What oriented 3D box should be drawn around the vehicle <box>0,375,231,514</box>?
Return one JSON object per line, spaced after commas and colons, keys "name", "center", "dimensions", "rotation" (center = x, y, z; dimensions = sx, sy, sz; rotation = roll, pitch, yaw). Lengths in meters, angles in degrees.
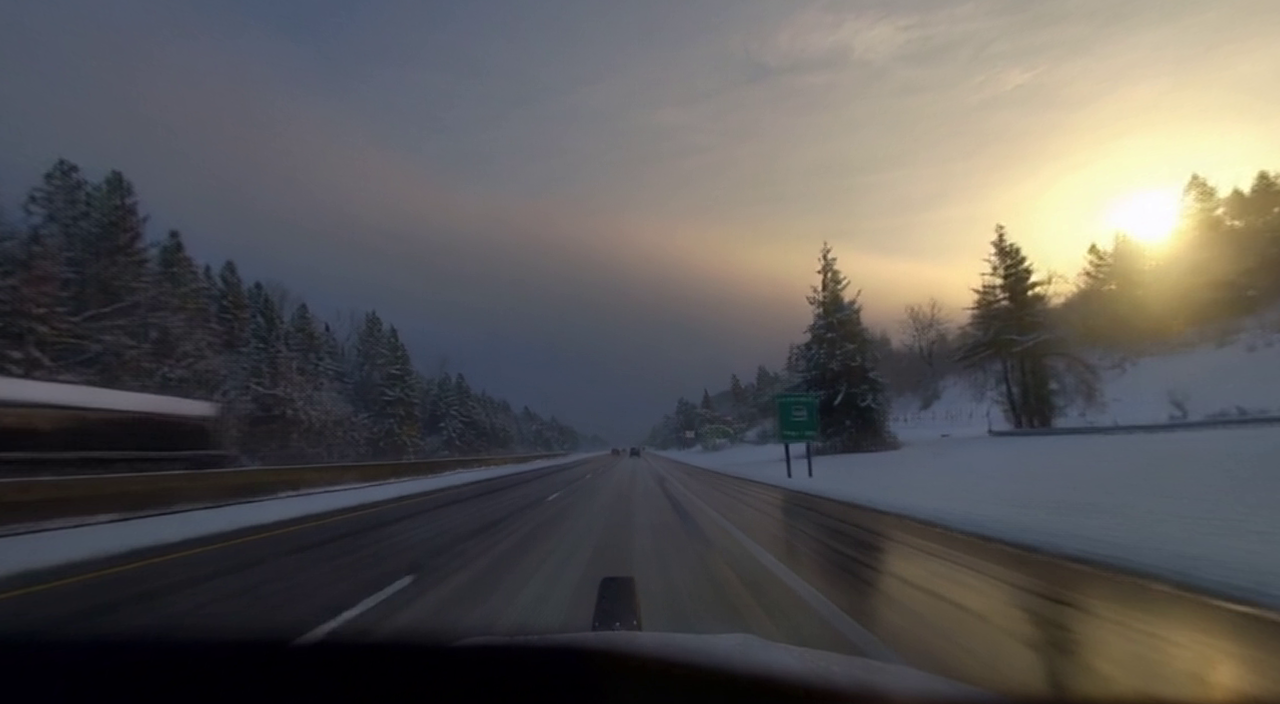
{"name": "vehicle", "center": [-19.667, 3.218, 21.463], "dimensions": [2.862, 3.895, 12.778], "rotation": [0, -9, -1]}
